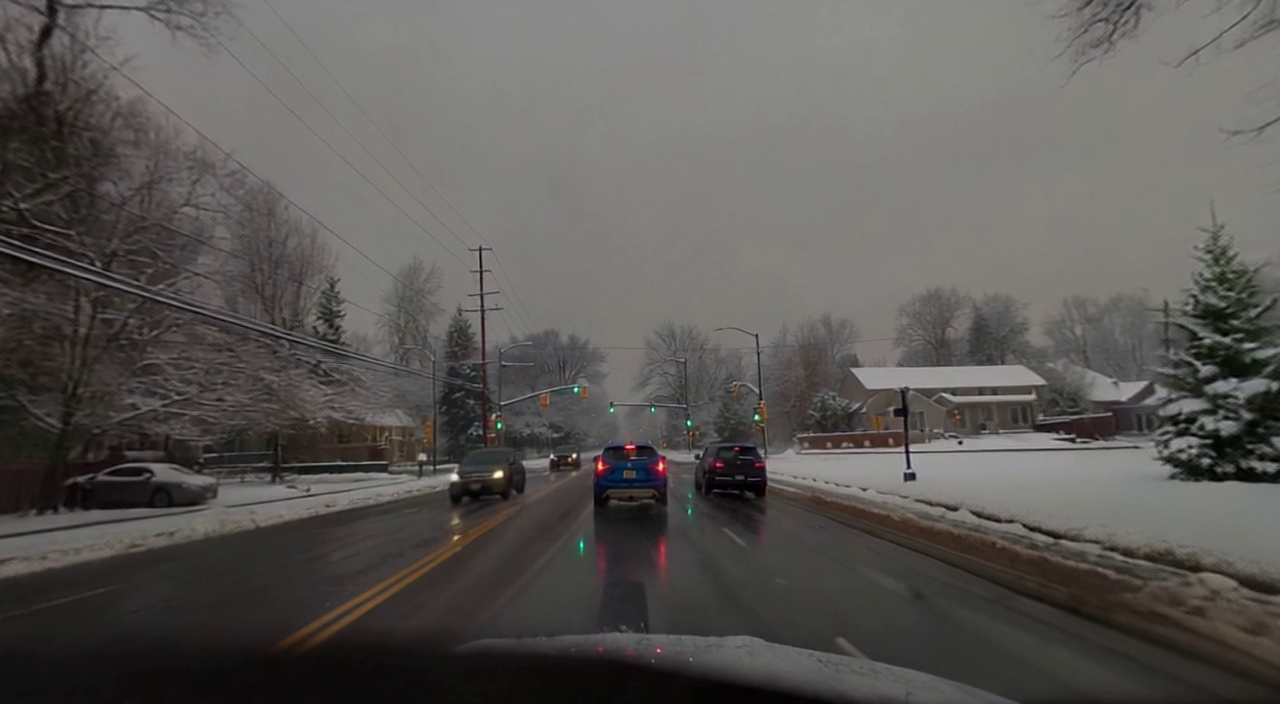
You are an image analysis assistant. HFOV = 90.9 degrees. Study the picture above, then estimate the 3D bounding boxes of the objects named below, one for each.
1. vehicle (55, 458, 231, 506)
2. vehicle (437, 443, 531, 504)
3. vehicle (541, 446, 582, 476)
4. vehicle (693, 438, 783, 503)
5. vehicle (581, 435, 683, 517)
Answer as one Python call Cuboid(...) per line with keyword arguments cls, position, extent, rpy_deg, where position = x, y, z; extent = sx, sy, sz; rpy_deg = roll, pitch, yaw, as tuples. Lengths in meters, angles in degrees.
Cuboid(cls="vehicle", position=(-16.493, 4.308, 21.084), extent=(4.245, 1.446, 1.827), rpy_deg=(0, -8, -2))
Cuboid(cls="vehicle", position=(-4.817, 3.782, 20.080), extent=(2.063, 1.727, 3.923), rpy_deg=(0, -8, -1))
Cuboid(cls="vehicle", position=(-5.314, 7.427, 43.334), extent=(2.197, 1.882, 4.973), rpy_deg=(0, -8, 0))
Cuboid(cls="vehicle", position=(2.832, 3.547, 19.320), extent=(1.967, 1.756, 4.281), rpy_deg=(0, -8, -1))
Cuboid(cls="vehicle", position=(-0.196, 2.941, 15.458), extent=(2.151, 1.695, 4.100), rpy_deg=(0, -8, -1))
